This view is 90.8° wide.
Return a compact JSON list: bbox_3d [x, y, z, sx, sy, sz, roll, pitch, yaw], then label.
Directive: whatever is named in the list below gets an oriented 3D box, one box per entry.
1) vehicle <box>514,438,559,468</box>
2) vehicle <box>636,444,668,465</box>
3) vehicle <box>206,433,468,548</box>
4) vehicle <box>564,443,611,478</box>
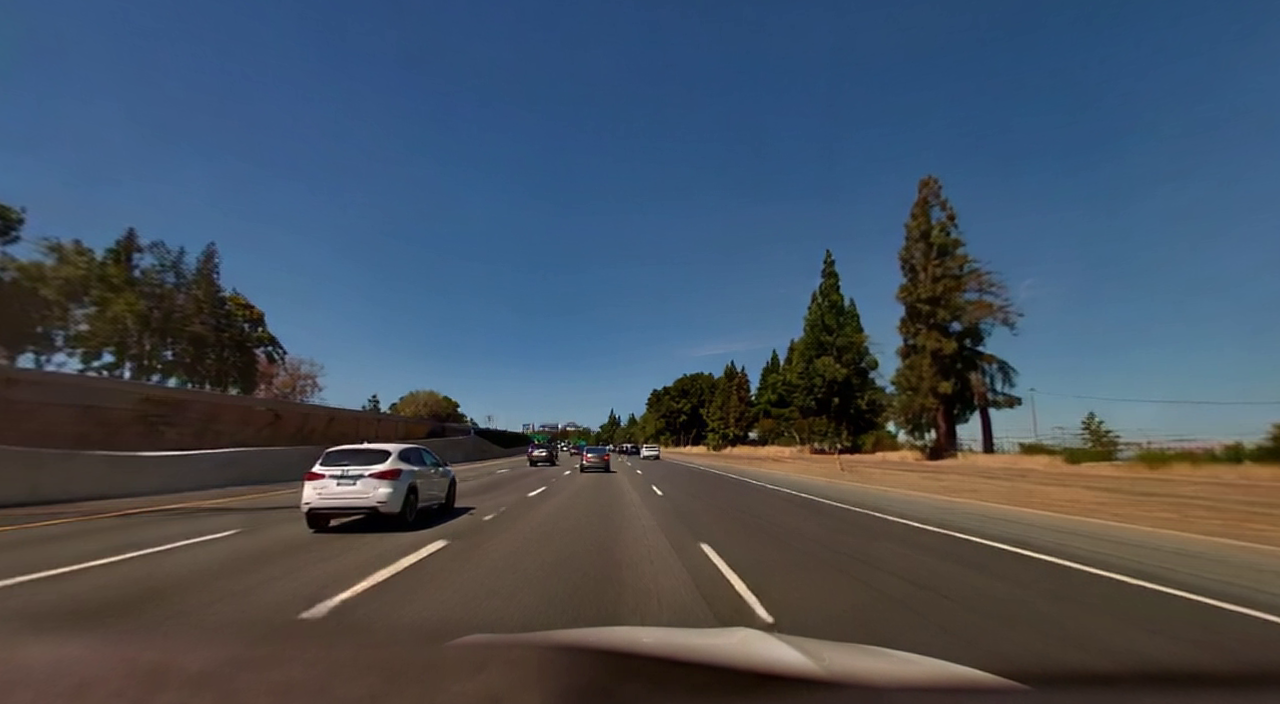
[{"bbox_3d":[-6.450,6.382,39.898,2.244,1.755,4.417,1,-9,-2],"label":"vehicle"},{"bbox_3d":[0.842,7.516,46.614,2.021,1.447,3.985,1,-9,-4],"label":"vehicle"},{"bbox_3d":[-4.662,2.195,10.830,2.049,1.482,4.981,0,-9,-1],"label":"vehicle"},{"bbox_3d":[-2.293,4.868,28.518,1.947,1.437,4.345,1,-9,-3],"label":"vehicle"}]
